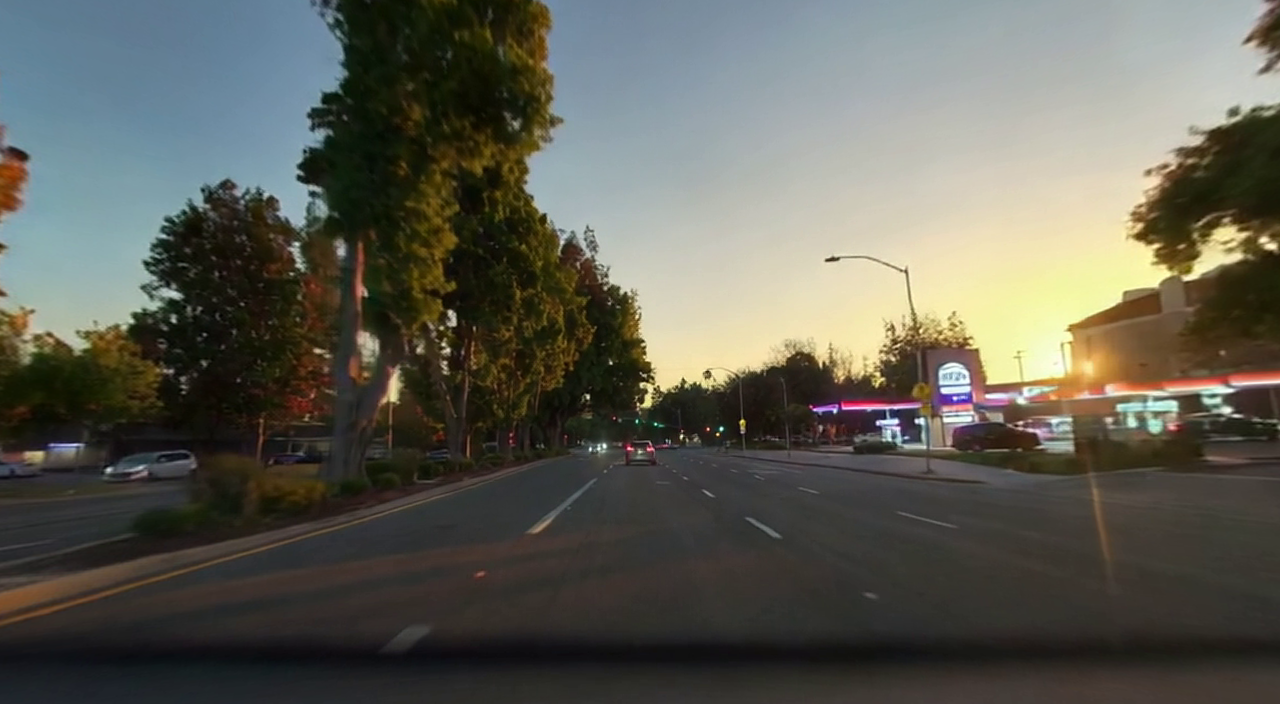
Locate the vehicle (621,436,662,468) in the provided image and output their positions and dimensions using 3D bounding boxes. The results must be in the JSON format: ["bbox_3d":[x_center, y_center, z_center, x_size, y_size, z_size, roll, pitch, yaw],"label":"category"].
[{"bbox_3d":[0.053,5.825,36.754,2.213,1.715,4.242,0,-8,-1],"label":"vehicle"}]

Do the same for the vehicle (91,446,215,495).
[{"bbox_3d":[-19.152,4.639,25.059,1.909,1.720,4.390,1,-8,-9],"label":"vehicle"}]
